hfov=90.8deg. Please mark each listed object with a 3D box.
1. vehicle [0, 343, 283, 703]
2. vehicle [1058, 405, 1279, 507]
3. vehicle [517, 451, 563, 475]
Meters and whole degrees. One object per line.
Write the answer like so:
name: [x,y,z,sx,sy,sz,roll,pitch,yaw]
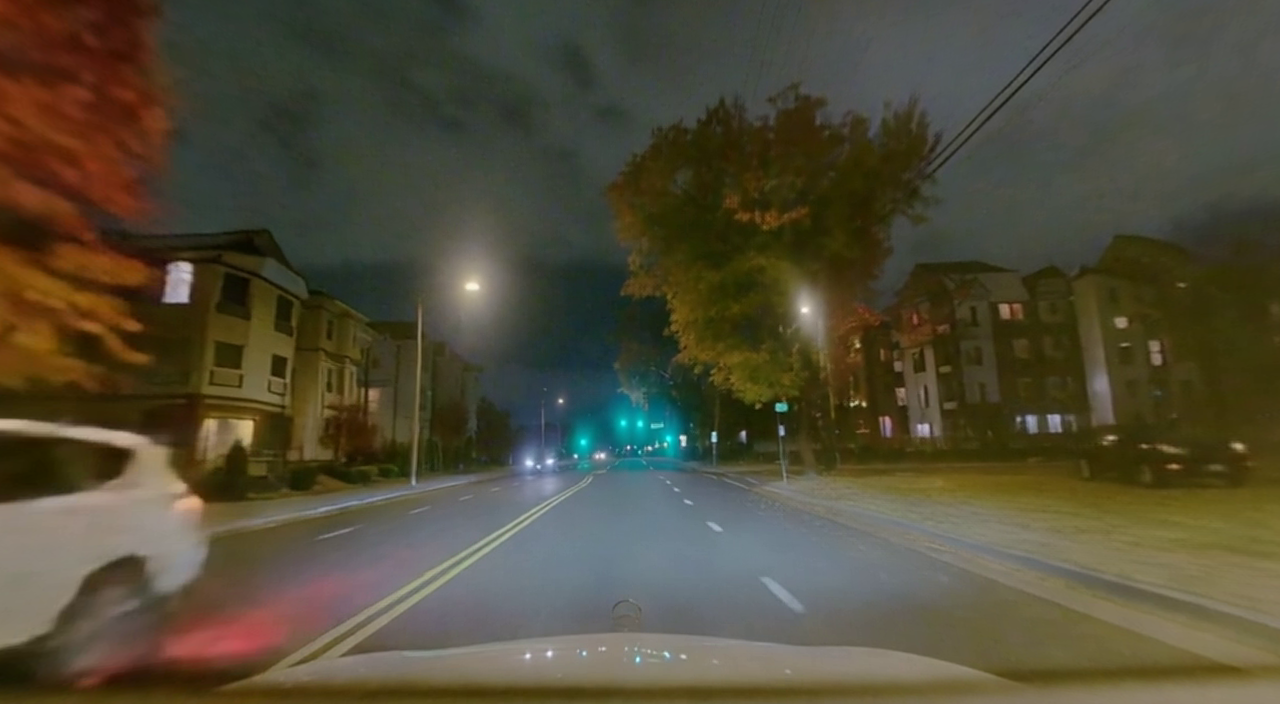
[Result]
vehicle: [-3.924,0.778,2.398,2.356,1.702,4.700,0,-9,0]
vehicle: [12.149,2.402,14.744,2.028,1.935,5.021,-2,-9,10]
vehicle: [-6.545,7.331,41.941,2.243,1.476,4.729,0,-9,0]
